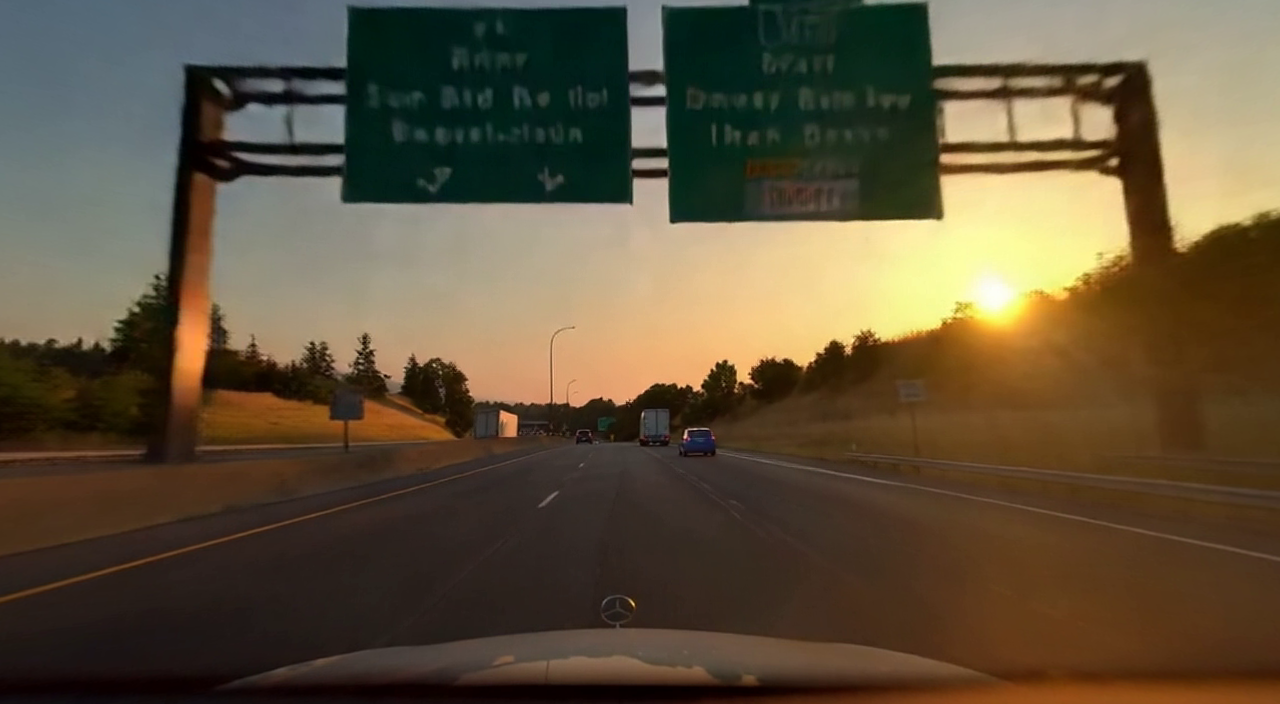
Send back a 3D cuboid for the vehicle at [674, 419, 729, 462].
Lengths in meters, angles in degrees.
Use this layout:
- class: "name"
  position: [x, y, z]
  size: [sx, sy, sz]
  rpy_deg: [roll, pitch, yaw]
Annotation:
- class: "vehicle"
  position: [2.924, 4.316, 30.799]
  size: [2.076, 1.914, 4.287]
  rpy_deg: [0, -8, -2]
